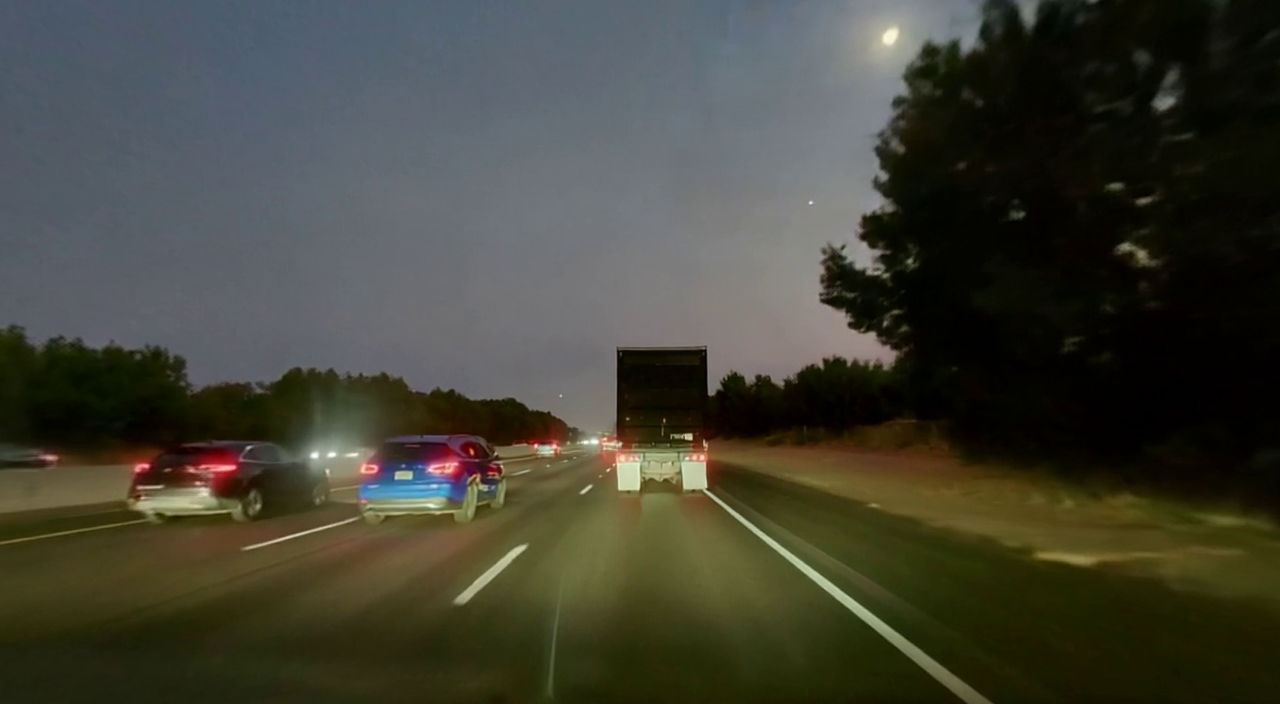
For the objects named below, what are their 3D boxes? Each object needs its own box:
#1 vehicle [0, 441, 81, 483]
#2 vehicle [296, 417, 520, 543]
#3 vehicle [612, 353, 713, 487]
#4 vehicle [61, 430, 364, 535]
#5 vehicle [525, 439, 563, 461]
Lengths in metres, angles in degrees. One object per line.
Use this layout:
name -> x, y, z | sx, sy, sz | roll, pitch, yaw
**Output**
vehicle -> -24.701, 4.239, 24.423 | 1.851, 1.560, 4.519 | 0, -8, 1
vehicle -> -3.514, 2.030, 10.611 | 2.077, 1.671, 4.249 | 0, -8, 1
vehicle -> 0.676, 2.722, 23.462 | 2.870, 3.841, 10.653 | 0, -8, 0
vehicle -> -7.243, 2.244, 11.557 | 2.063, 1.480, 4.842 | 0, -8, 2
vehicle -> -6.681, 6.875, 44.435 | 1.882, 1.451, 4.416 | 0, -8, 1
